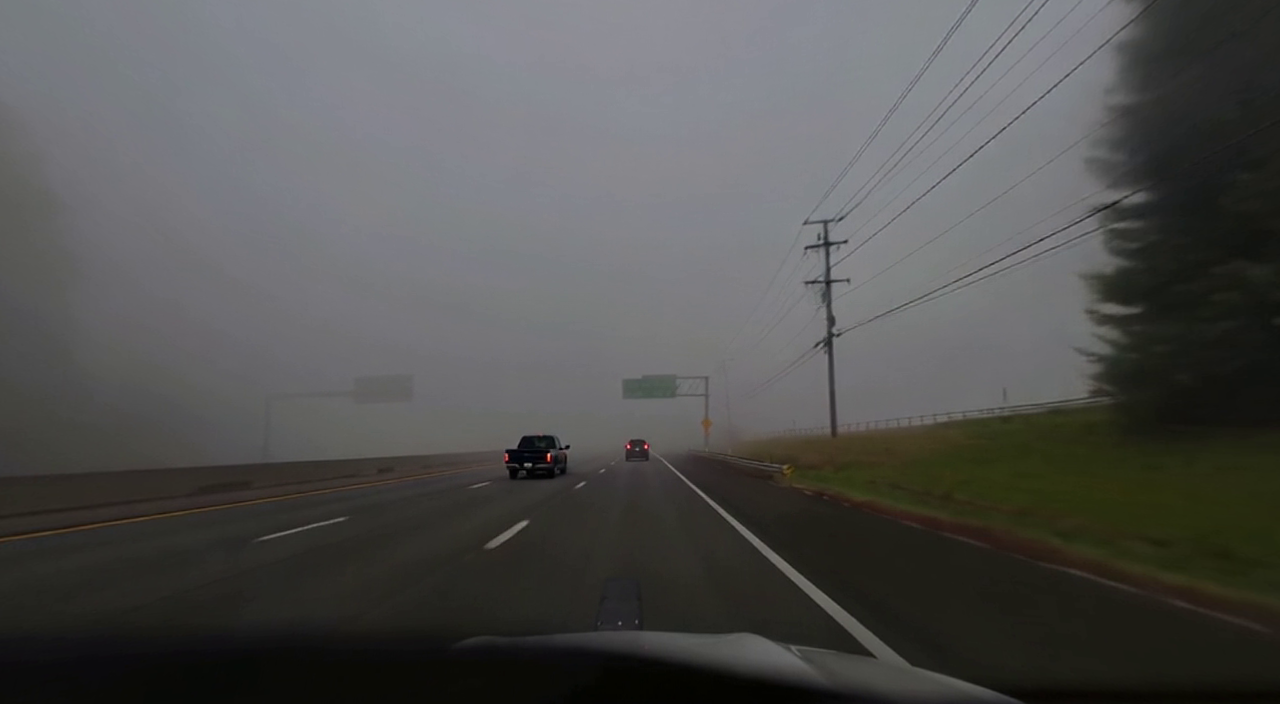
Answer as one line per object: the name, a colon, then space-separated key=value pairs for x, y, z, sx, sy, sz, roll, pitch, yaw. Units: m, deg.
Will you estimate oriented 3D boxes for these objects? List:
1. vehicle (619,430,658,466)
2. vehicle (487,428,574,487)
vehicle: x=-0.132 y=6.246 z=41.093 sx=2.358 sy=2.144 sz=4.713 roll=0 pitch=-8 yaw=-1
vehicle: x=-3.723 y=3.722 z=22.621 sx=2.204 sy=1.812 sz=5.289 roll=0 pitch=-8 yaw=0
